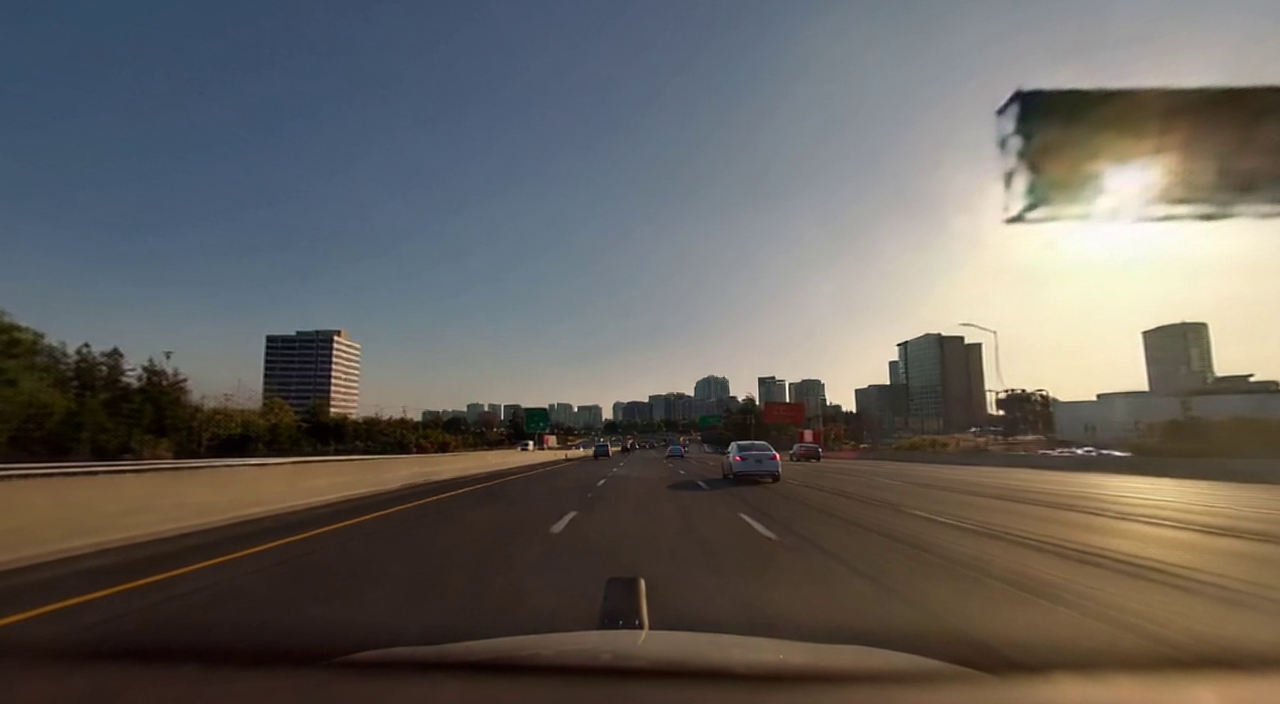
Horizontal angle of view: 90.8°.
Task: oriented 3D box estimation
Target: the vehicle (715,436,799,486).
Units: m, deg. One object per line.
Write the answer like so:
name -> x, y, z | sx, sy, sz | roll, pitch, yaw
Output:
vehicle -> 3.840, 3.647, 21.480 | 1.961, 1.504, 4.094 | 0, -8, -1

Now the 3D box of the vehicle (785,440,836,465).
vehicle -> 11.104, 6.571, 41.468 | 2.019, 1.529, 4.385 | 0, -8, -1
